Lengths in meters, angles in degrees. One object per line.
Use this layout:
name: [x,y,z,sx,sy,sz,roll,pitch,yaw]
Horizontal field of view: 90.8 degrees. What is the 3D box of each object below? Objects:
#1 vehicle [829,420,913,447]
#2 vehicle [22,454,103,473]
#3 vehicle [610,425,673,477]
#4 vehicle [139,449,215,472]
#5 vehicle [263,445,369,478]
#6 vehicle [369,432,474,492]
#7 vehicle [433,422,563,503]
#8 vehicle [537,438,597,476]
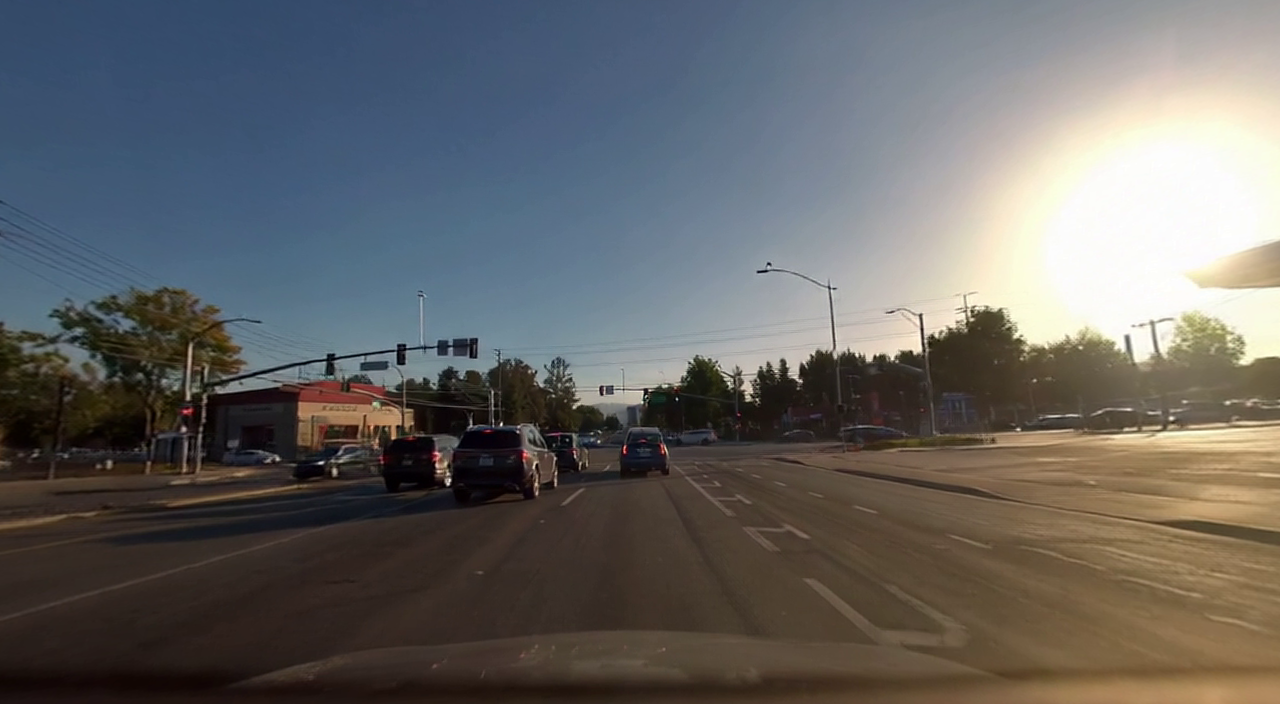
vehicle: [18.189,6.456,49.784,5.782,1.950,2.225,-5,-10,30]
vehicle: [-45.636,8.780,49.974,4.577,1.445,1.856,0,-8,2]
vehicle: [0.089,3.872,24.877,2.224,1.819,5.005,0,-8,1]
vehicle: [-36.296,8.517,49.612,4.661,1.456,1.817,-3,-7,2]
vehicle: [-17.176,5.818,33.966,2.299,1.616,5.765,-1,-9,5]
vehicle: [-6.407,3.270,19.005,1.790,1.605,3.696,0,-9,0]
vehicle: [-3.310,2.692,15.685,2.096,1.718,4.266,0,-9,2]
vehicle: [-2.929,4.318,26.147,1.881,1.424,4.098,0,-9,2]
